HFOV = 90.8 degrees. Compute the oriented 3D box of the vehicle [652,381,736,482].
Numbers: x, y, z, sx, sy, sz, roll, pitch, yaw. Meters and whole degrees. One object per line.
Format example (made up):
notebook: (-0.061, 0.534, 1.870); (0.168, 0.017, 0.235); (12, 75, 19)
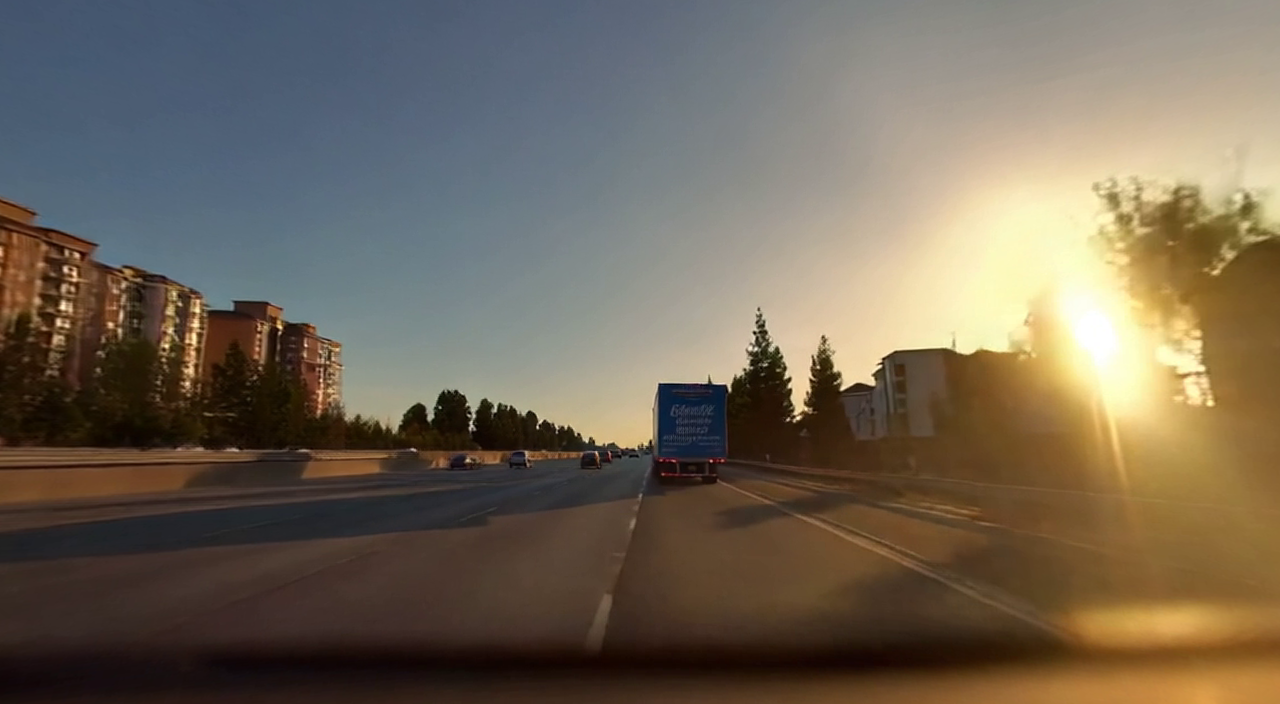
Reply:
vehicle: (2.334, 4.432, 33.638); (3.140, 4.100, 15.551); (0, -9, 0)
